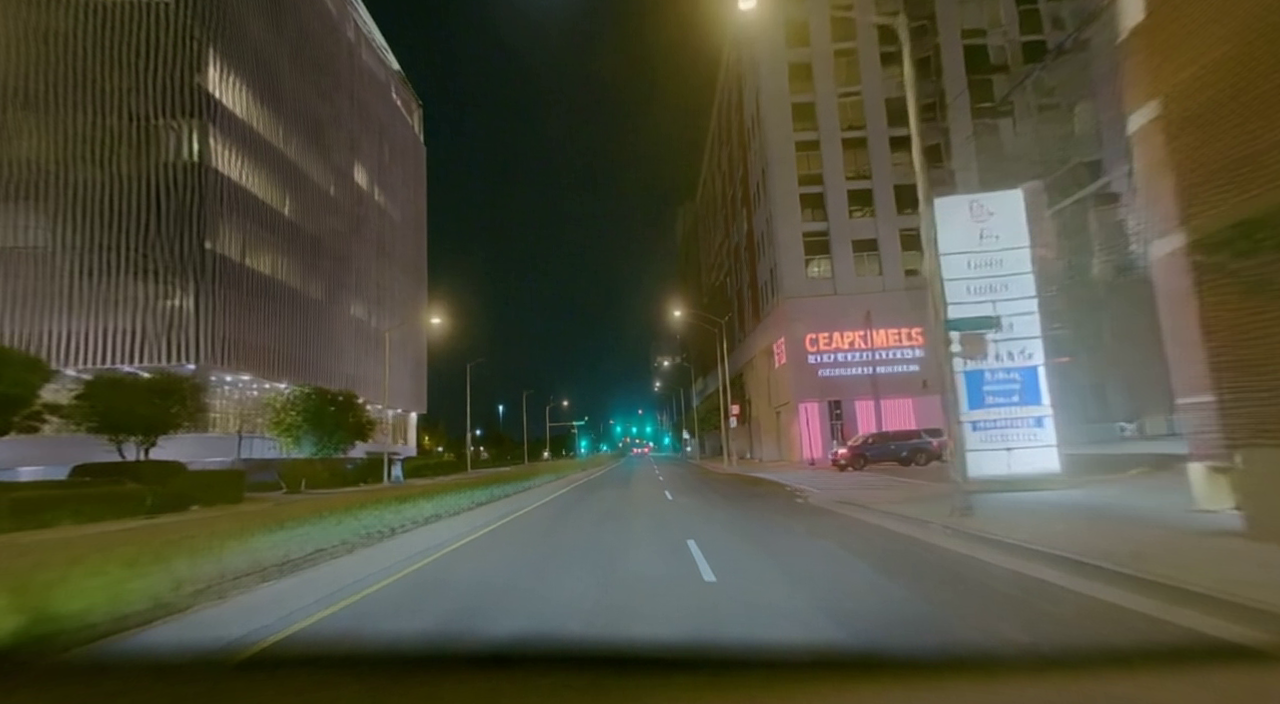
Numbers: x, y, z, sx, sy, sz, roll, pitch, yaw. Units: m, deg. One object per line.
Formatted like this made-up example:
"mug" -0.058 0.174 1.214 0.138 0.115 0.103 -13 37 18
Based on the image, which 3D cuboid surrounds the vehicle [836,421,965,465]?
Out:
"vehicle" 11.267 4.017 27.682 4.694 1.826 2.226 -1 -9 8
